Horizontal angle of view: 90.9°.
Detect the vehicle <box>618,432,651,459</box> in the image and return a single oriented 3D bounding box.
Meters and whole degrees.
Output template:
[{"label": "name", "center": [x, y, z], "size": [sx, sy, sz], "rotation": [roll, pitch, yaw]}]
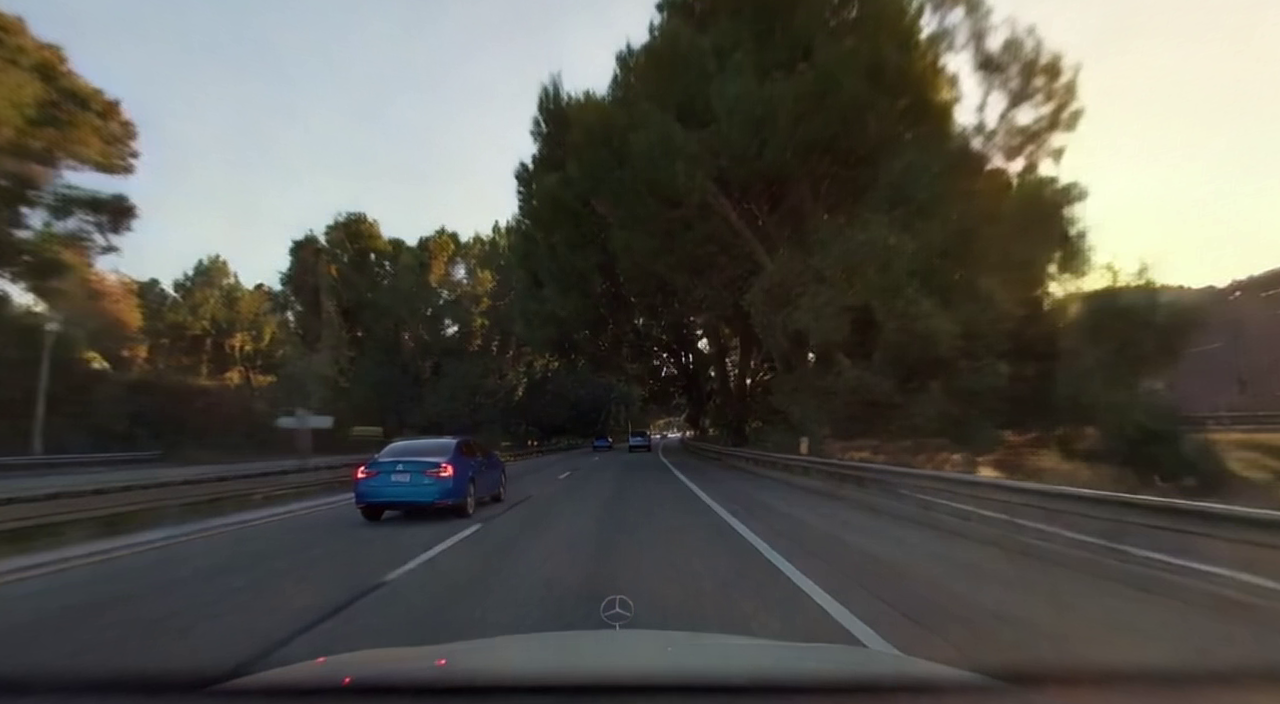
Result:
[{"label": "vehicle", "center": [-0.398, 6.047, 40.853], "size": [2.041, 1.618, 3.898], "rotation": [0, -8, -1]}]
